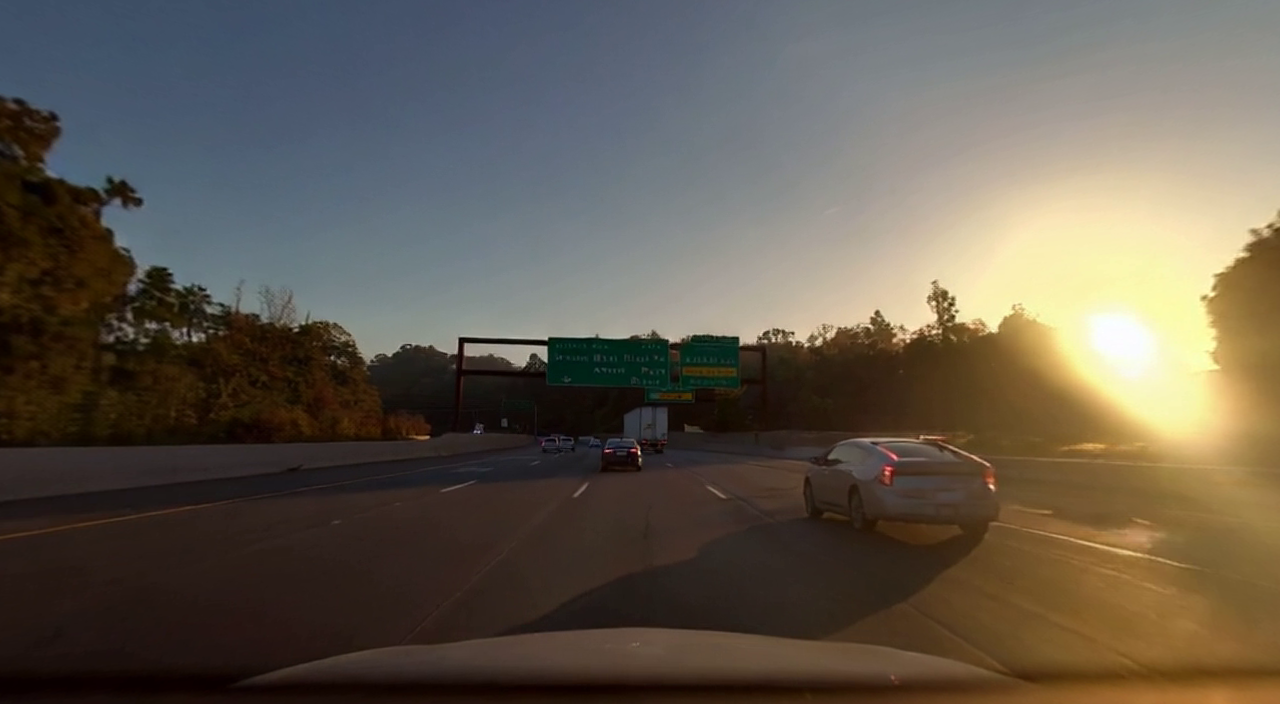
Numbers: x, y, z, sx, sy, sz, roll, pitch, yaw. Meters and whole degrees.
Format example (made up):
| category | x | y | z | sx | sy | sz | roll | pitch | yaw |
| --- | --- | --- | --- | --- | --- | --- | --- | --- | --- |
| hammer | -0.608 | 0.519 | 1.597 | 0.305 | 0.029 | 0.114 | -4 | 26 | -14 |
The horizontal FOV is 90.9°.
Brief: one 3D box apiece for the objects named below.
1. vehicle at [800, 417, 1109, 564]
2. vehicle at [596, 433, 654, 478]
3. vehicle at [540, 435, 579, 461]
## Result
| category | x | y | z | sx | sy | sz | roll | pitch | yaw |
| --- | --- | --- | --- | --- | --- | --- | --- | --- | --- |
| vehicle | 3.772 | 1.738 | 8.648 | 1.971 | 1.472 | 4.301 | 0 | -9 | -1 |
| vehicle | -0.572 | 3.857 | 23.751 | 2.020 | 1.516 | 3.951 | 0 | -9 | -2 |
| vehicle | -4.914 | 5.928 | 39.014 | 2.072 | 1.512 | 4.043 | 0 | -9 | -2 |
